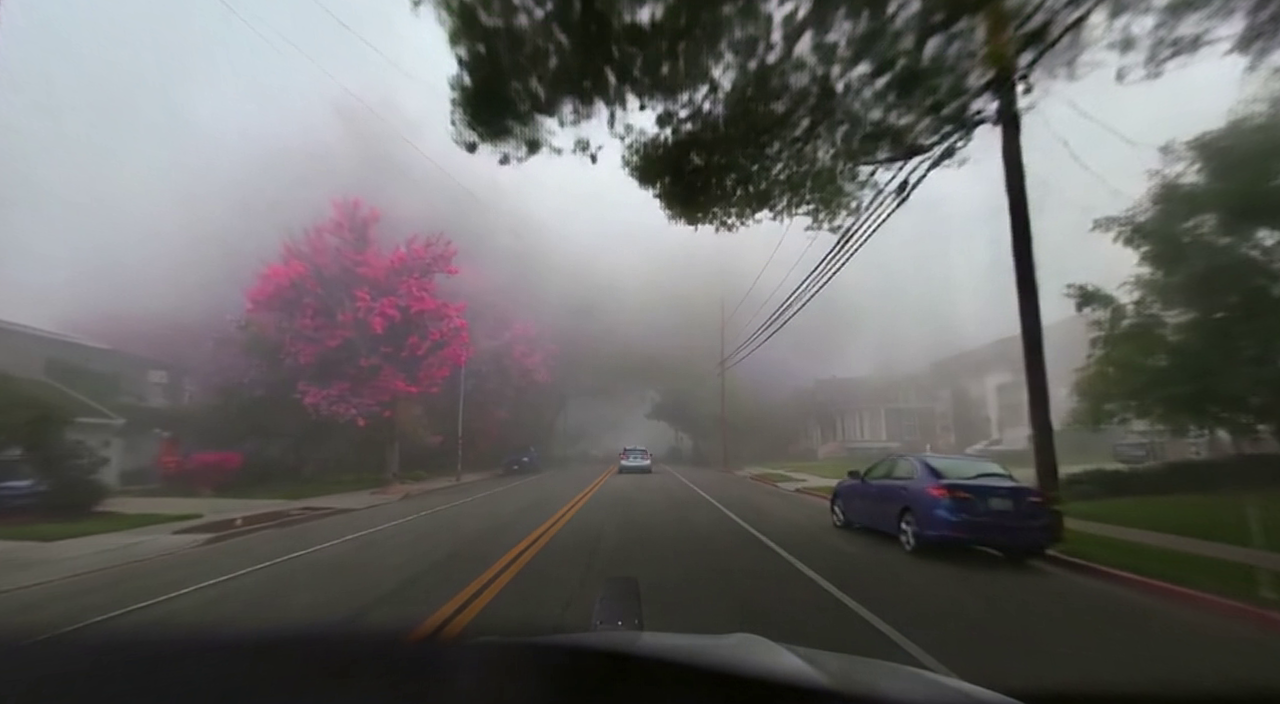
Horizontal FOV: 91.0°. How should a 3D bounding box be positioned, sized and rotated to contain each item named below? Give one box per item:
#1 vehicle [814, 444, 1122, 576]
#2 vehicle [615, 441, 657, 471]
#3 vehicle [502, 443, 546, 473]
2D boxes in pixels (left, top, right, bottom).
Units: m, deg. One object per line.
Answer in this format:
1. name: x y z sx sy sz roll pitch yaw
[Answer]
1. vehicle: 4.464 2.181 9.793 1.977 1.481 5.155 0 -8 -1
2. vehicle: -0.236 5.607 34.149 2.104 1.500 3.815 0 -8 -1
3. vehicle: -7.649 7.048 41.739 2.022 1.795 4.337 -3 -10 1
